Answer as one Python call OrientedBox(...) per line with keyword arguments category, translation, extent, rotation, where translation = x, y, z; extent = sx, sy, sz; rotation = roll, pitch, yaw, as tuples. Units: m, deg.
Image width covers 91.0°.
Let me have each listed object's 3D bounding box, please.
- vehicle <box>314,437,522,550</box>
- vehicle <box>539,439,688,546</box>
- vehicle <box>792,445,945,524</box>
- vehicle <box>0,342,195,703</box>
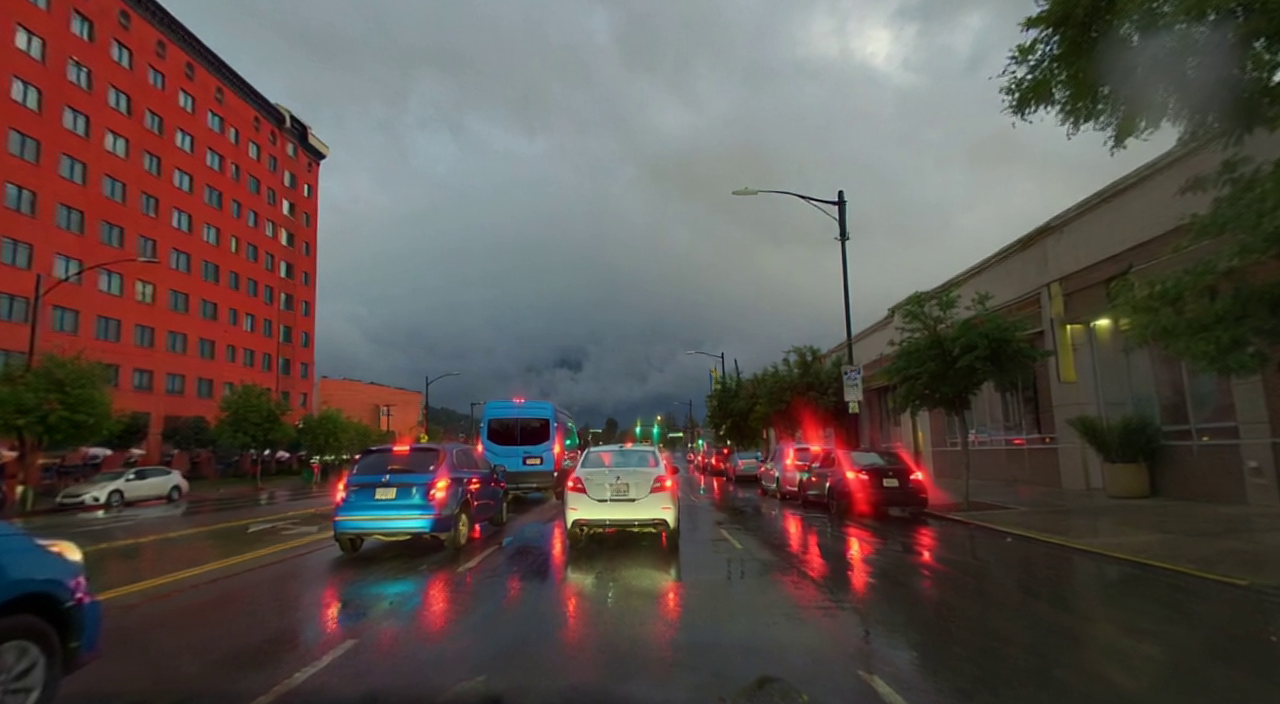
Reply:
OrientedBox(category="vehicle", translation=(-3.533, 2.329, 11.104), extent=(1.995, 1.554, 4.426), rotation=(0, -9, 1))
OrientedBox(category="vehicle", translation=(-0.387, 2.348, 11.227), extent=(2.152, 1.518, 4.113), rotation=(0, -9, 0))
OrientedBox(category="vehicle", translation=(4.896, 2.859, 14.184), extent=(1.832, 1.491, 4.054), rotation=(1, -9, -1))
OrientedBox(category="vehicle", translation=(-3.702, 0.643, 1.247), extent=(2.140, 1.768, 4.685), rotation=(0, -9, 1))
